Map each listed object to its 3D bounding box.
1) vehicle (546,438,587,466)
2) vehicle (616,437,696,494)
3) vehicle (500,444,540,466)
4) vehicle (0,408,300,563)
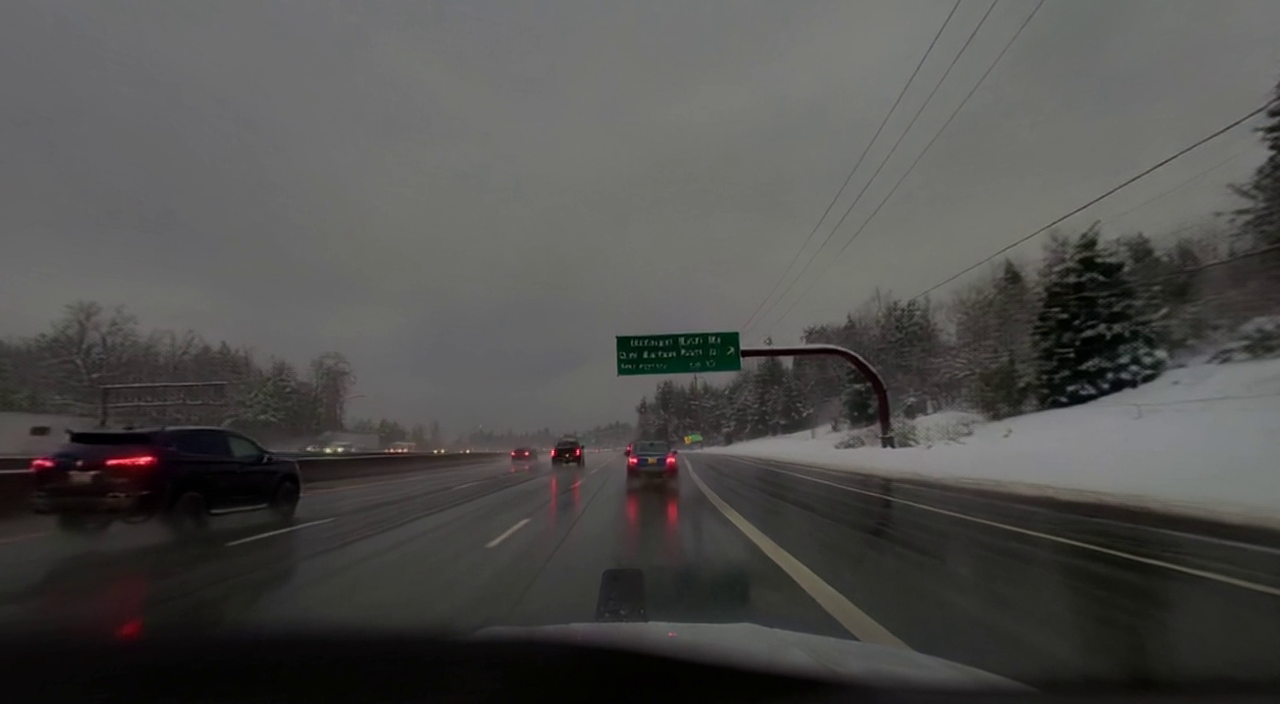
[{"bbox_3d":[-4.759,6.593,41.698,2.289,1.777,4.534,0,-8,-2],"label":"vehicle"},{"bbox_3d":[0.357,3.259,18.530,2.082,1.482,4.126,0,-8,-2],"label":"vehicle"},{"bbox_3d":[-8.455,7.280,44.753,1.974,1.464,4.733,0,-8,-1],"label":"vehicle"},{"bbox_3d":[-7.804,1.924,9.893,2.206,1.788,4.914,0,-8,0],"label":"vehicle"}]
